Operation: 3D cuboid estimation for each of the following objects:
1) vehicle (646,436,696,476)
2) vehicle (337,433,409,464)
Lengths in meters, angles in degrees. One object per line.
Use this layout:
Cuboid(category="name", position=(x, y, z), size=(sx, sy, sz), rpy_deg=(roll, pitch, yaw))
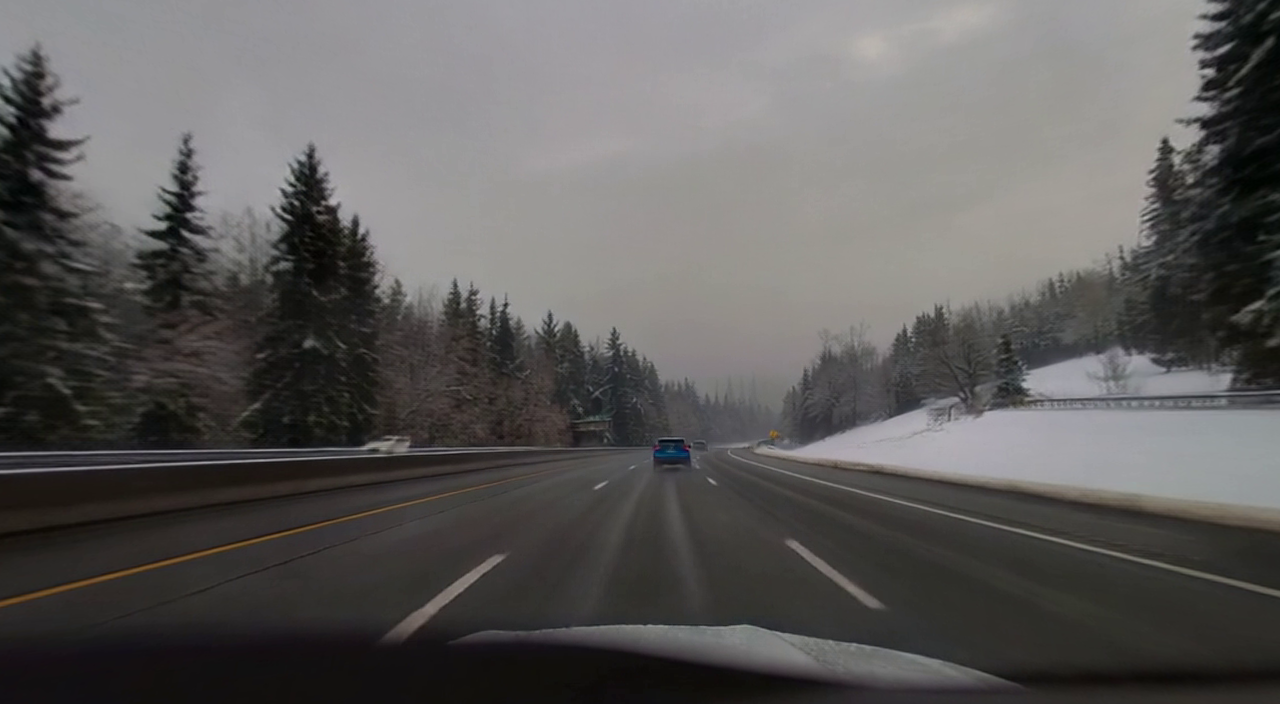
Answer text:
Cuboid(category="vehicle", position=(1.419, 4.740, 28.906), size=(2.133, 1.686, 4.203), rpy_deg=(-1, -8, 3))
Cuboid(category="vehicle", position=(-17.196, 6.254, 40.809), size=(2.311, 1.862, 4.848), rpy_deg=(-1, -8, 3))
